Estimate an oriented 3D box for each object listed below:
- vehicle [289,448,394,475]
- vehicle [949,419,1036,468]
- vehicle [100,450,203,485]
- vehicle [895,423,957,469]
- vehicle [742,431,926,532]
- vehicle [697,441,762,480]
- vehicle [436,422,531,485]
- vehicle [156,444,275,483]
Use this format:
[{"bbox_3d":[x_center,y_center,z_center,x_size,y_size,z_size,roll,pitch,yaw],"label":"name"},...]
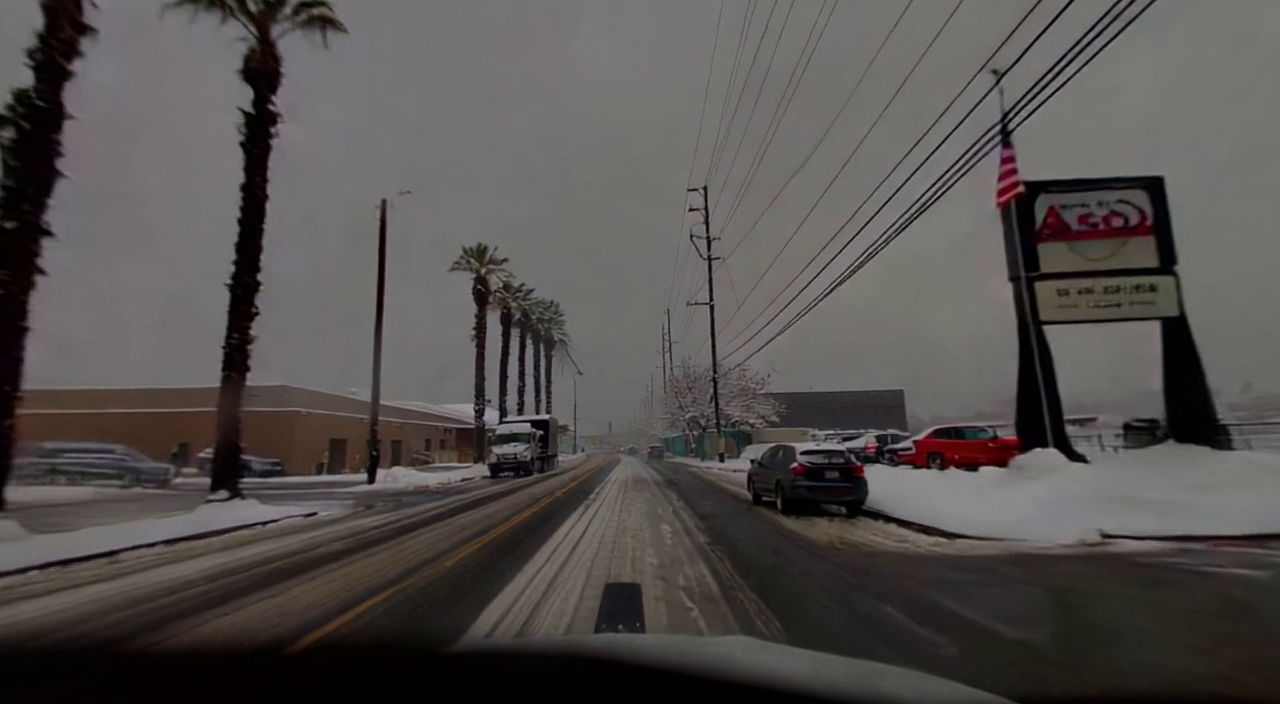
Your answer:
[{"bbox_3d":[-16.844,6.176,35.769,4.890,1.483,2.055,-1,-9,2],"label":"vehicle"},{"bbox_3d":[15.068,3.968,27.339,2.311,1.876,4.987,-3,-9,19],"label":"vehicle"},{"bbox_3d":[-23.280,5.499,30.313,1.836,1.508,3.915,0,-9,-1],"label":"vehicle"},{"bbox_3d":[12.434,4.120,27.707,2.159,1.840,4.404,-4,-9,21],"label":"vehicle"},{"bbox_3d":[3.548,2.460,12.654,2.111,1.611,4.576,0,-9,-1],"label":"vehicle"},{"bbox_3d":[3.839,4.777,28.100,2.246,1.533,4.971,0,-9,1],"label":"vehicle"},{"bbox_3d":[-7.790,5.167,32.461,2.845,2.738,7.208,-3,-8,2],"label":"vehicle"},{"bbox_3d":[-20.631,5.416,31.094,2.152,1.746,5.461,0,-9,-1],"label":"vehicle"}]
